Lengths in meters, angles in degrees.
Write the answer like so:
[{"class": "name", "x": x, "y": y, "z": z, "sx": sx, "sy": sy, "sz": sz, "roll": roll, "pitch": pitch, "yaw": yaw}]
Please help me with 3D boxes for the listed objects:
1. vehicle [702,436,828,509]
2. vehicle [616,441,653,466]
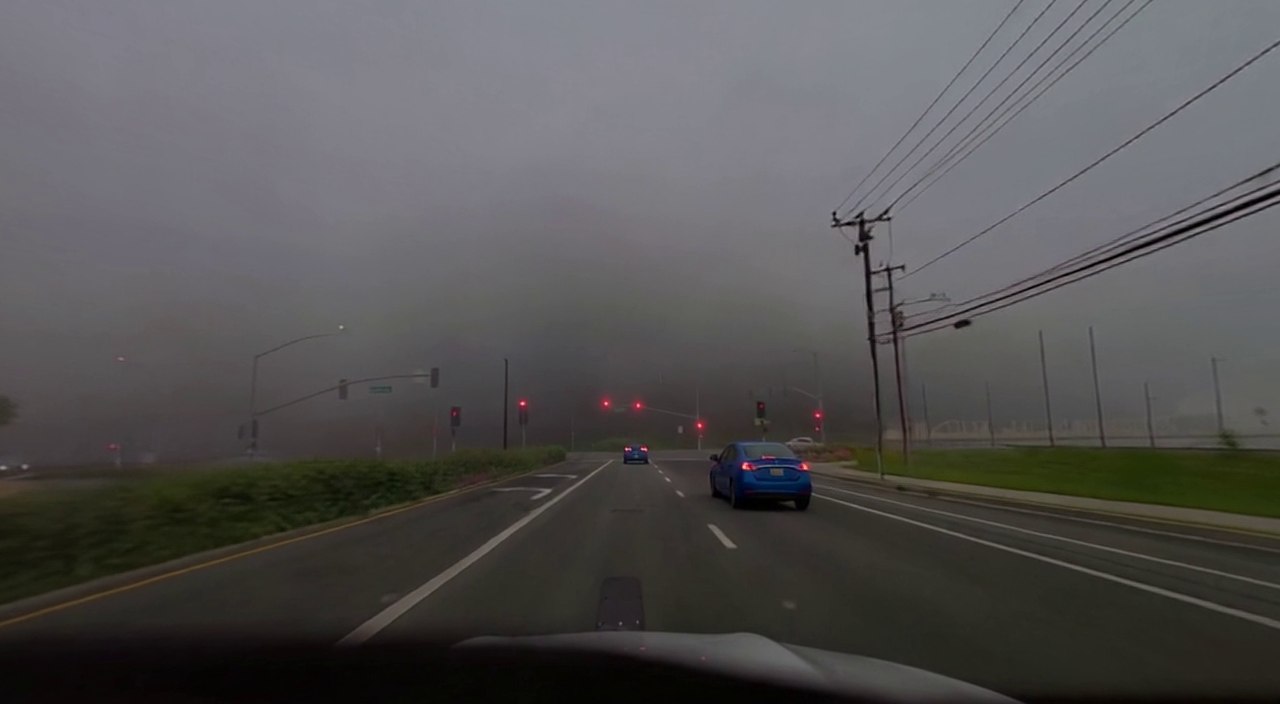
[{"class": "vehicle", "x": 2.761, "y": 2.776, "z": 15.062, "sx": 2.004, "sy": 1.448, "sz": 4.263, "roll": 0, "pitch": -8, "yaw": -2}, {"class": "vehicle", "x": -0.349, "y": 6.210, "z": 38.763, "sx": 2.110, "sy": 1.466, "sz": 3.860, "roll": 0, "pitch": -8, "yaw": -1}]
